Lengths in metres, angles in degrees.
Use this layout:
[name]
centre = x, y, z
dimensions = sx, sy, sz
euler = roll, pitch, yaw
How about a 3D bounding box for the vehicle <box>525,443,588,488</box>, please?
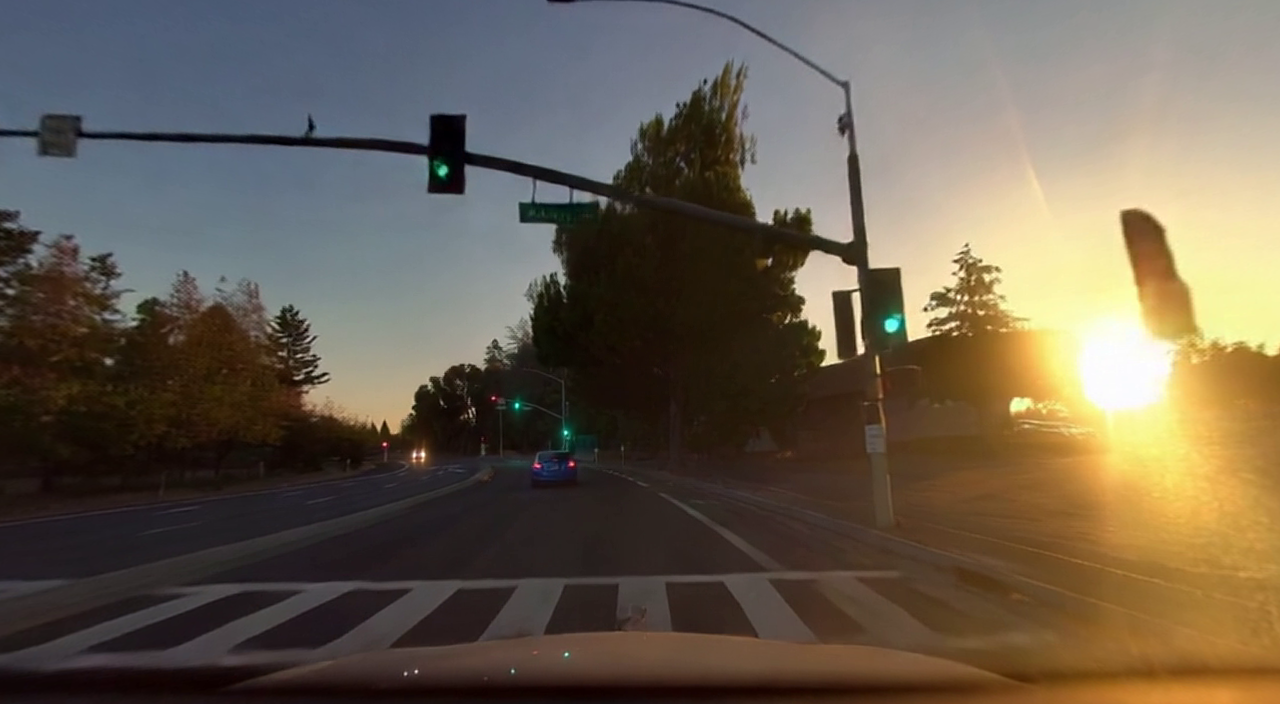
[vehicle]
centre = -3.260, 4.241, 23.958
dimensions = 2.148, 1.521, 4.089
euler = 1, -8, -10
